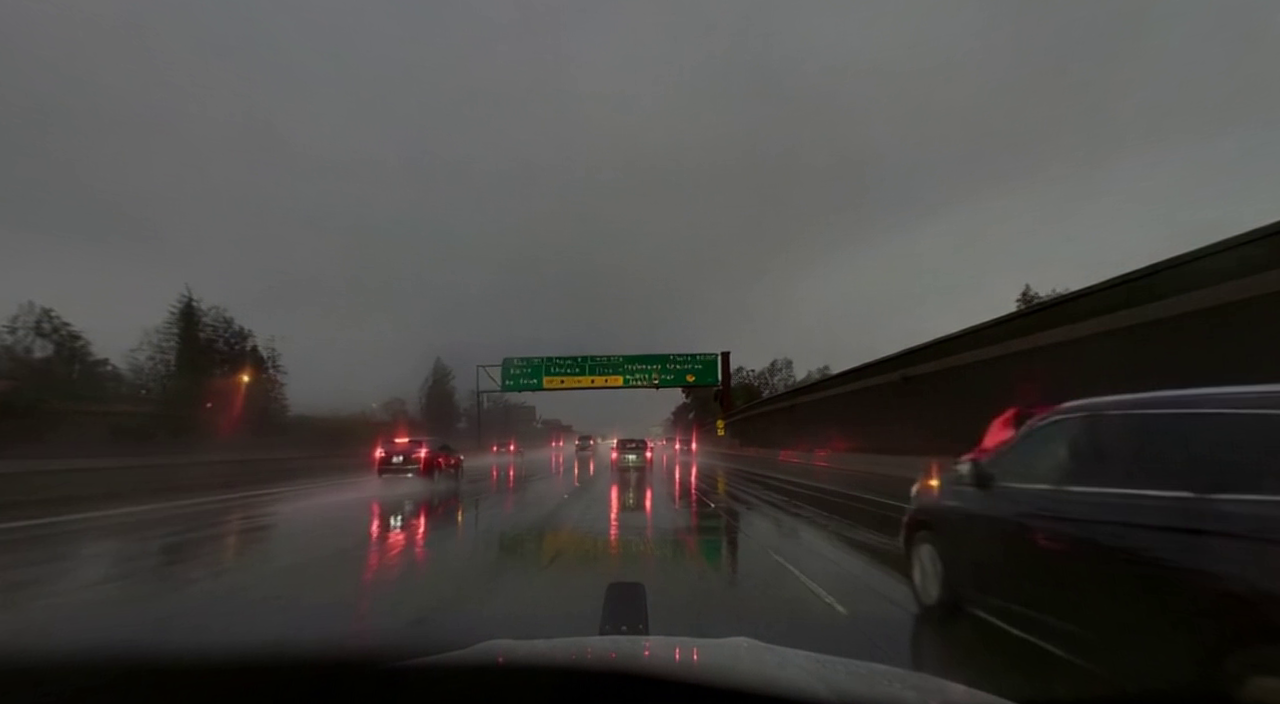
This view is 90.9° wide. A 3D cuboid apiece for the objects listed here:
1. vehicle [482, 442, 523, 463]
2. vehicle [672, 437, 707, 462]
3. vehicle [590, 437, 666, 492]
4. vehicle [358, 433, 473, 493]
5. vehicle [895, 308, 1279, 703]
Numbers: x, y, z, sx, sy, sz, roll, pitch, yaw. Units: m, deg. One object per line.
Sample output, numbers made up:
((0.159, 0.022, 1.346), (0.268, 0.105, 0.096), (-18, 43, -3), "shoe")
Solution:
((-10.555, 7.776, 48.819), (2.019, 1.510, 4.992), (0, -8, 1), "vehicle")
((3.565, 7.077, 46.042), (2.100, 1.707, 4.342), (0, -8, -2), "vehicle")
((-0.325, 3.346, 19.067), (2.042, 1.446, 4.269), (0, -8, 0), "vehicle")
((-6.928, 3.461, 19.984), (2.060, 1.669, 4.242), (0, -8, 0), "vehicle")
((3.425, 0.917, 3.704), (2.001, 1.771, 4.250), (0, -8, -1), "vehicle")
